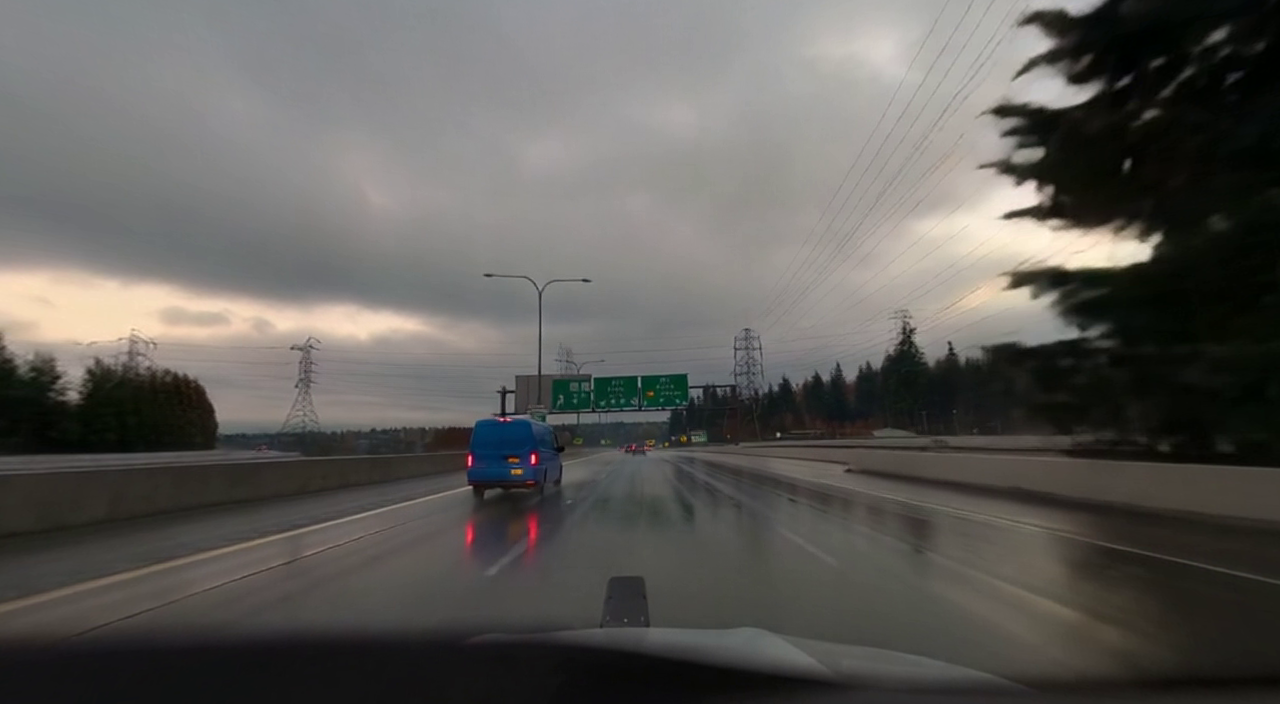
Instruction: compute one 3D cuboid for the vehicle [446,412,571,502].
[{"bbox_3d":[-3.227,2.700,16.547,2.281,2.025,4.586,0,-8,0],"label":"vehicle"}]
